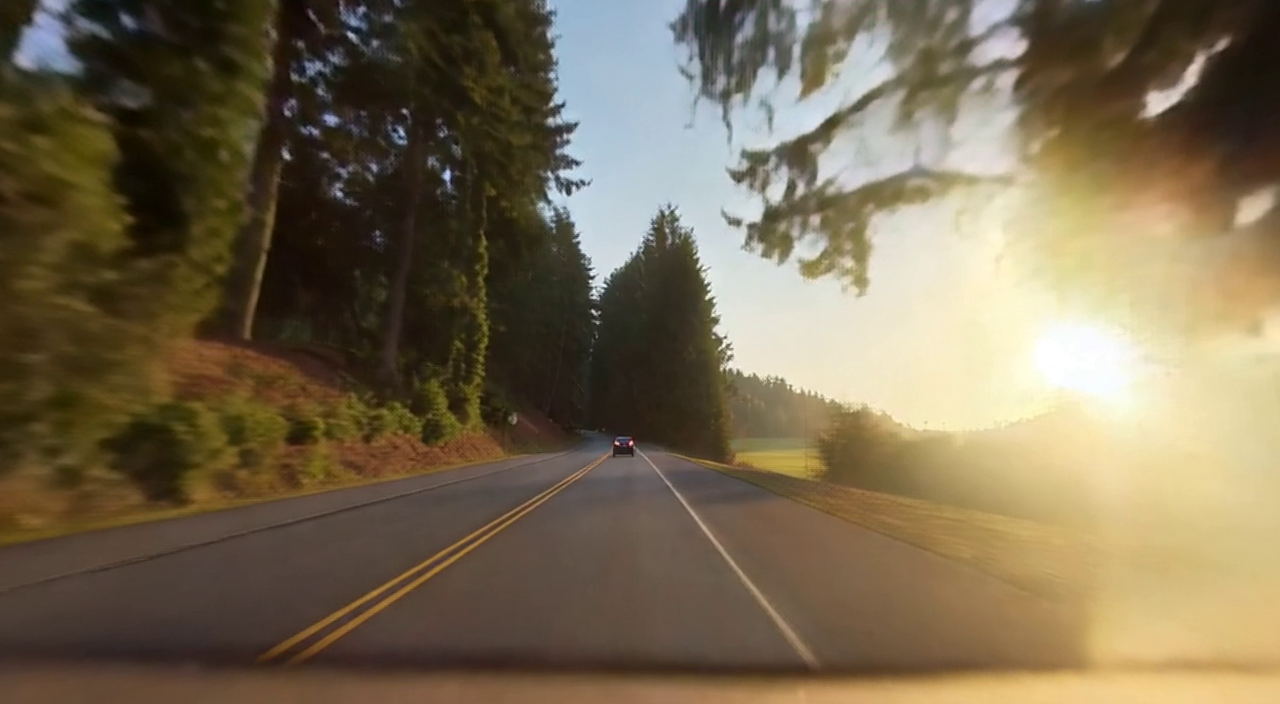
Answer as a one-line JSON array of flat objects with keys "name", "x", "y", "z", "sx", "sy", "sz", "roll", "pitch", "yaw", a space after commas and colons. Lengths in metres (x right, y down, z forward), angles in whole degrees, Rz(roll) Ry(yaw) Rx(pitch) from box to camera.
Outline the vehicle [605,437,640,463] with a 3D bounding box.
[{"name": "vehicle", "x": -1.092, "y": 6.091, "z": 39.445, "sx": 2.042, "sy": 1.489, "sz": 3.963, "roll": 0, "pitch": -8, "yaw": -2}]
